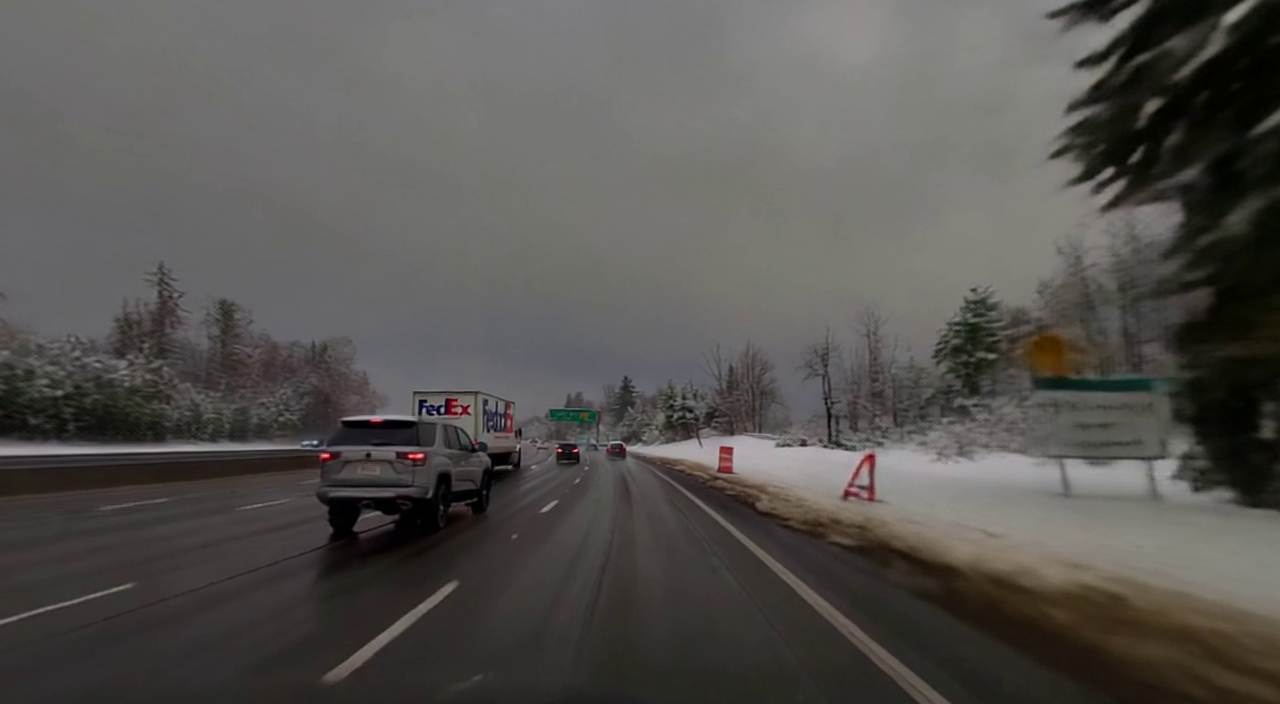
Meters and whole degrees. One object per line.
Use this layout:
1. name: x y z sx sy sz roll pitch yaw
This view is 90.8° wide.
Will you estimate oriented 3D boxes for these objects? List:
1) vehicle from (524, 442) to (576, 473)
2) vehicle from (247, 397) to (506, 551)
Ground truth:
1. vehicle: -4.548 5.410 32.665 2.192 1.478 4.591 0 -9 -3
2. vehicle: -3.750 1.846 10.178 2.170 1.886 4.628 0 -9 0
